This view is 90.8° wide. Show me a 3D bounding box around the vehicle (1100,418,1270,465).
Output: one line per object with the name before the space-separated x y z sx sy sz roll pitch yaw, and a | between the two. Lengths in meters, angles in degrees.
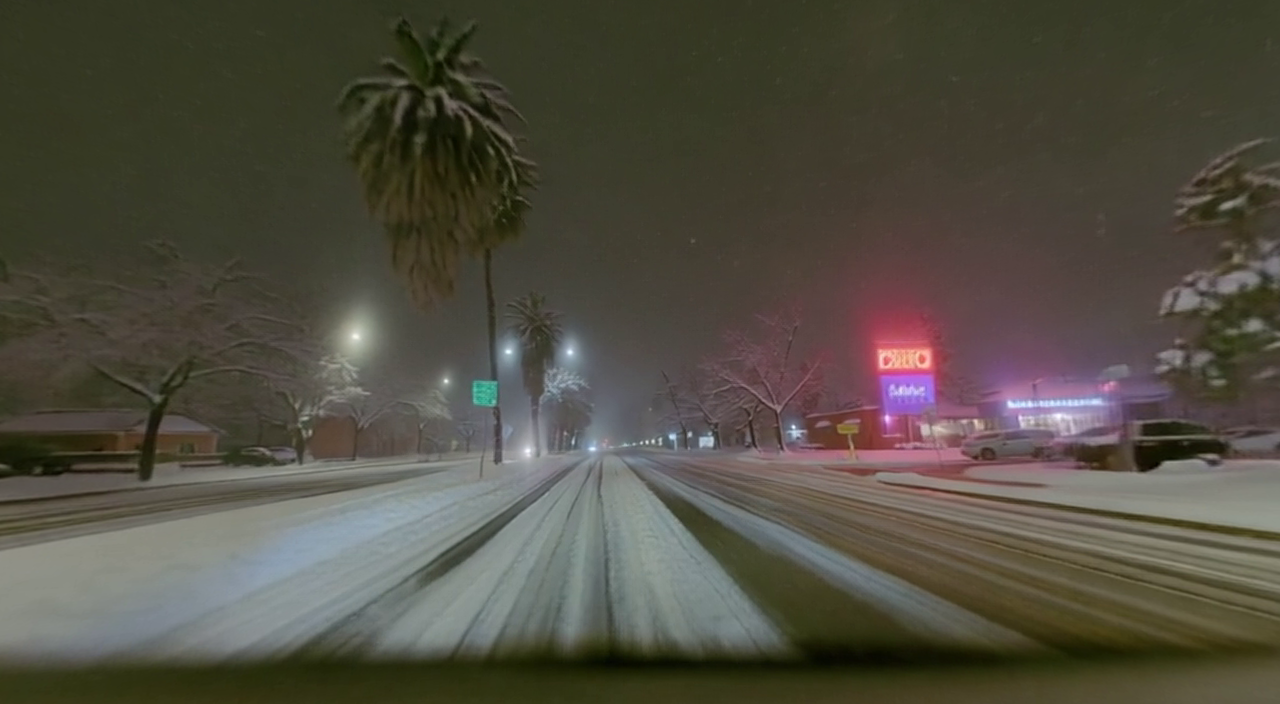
vehicle | 19.337 3.245 22.741 1.986 1.454 4.332 -1 -9 -5

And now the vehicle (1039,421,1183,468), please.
vehicle | 16.539 3.281 22.457 1.852 1.487 3.896 0 -8 -5

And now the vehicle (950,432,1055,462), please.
vehicle | 18.862 4.943 32.979 4.382 1.463 1.869 0 -8 -6
